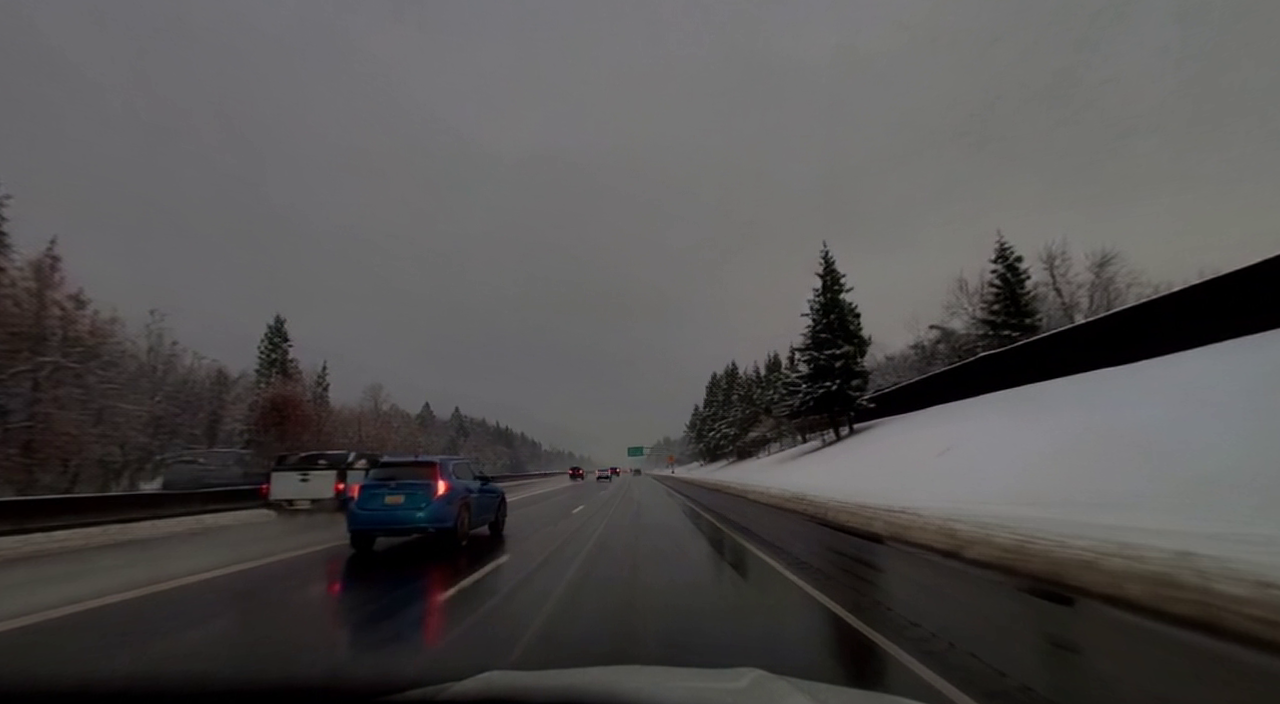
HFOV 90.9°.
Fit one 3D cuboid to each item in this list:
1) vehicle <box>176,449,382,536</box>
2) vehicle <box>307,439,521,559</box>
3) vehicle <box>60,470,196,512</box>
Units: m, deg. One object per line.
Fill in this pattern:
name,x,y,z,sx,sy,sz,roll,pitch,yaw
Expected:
vehicle,-7.648,3.030,13.967,2.037,1.593,4.151,0,-10,0
vehicle,-3.715,2.547,11.452,2.173,1.696,4.462,0,-10,1
vehicle,-19.013,5.145,23.666,1.680,1.392,4.007,1,-10,0
